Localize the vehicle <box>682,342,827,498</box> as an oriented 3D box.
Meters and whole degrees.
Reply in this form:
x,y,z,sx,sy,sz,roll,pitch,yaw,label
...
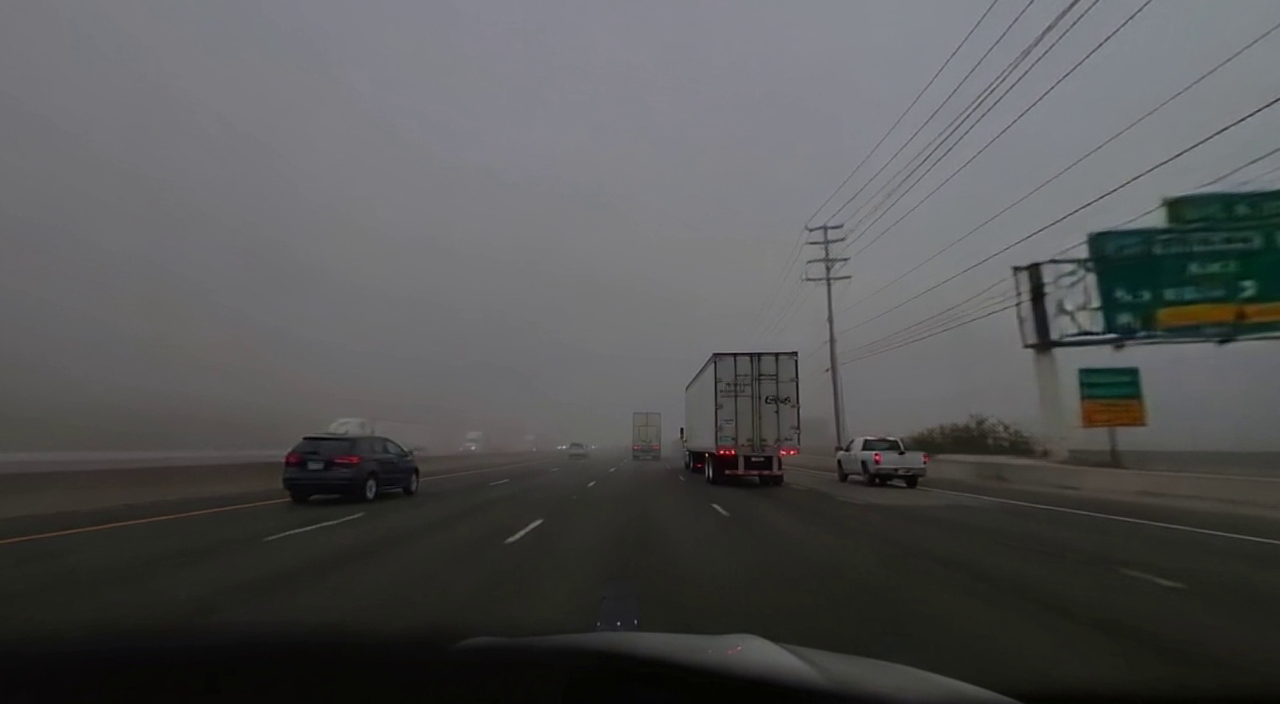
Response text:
x,y,z,sx,sy,sz,roll,pitch,yaw,label
3.591,3.048,25.241,2.892,4.152,16.575,0,-9,1,vehicle

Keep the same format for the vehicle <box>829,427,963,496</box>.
x,y,z,sx,sy,sz,roll,pitch,yaw,label
7.630,3.308,19.472,2.115,1.844,4.522,0,-9,-1,vehicle

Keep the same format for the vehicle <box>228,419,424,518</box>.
x,y,z,sx,sy,sz,roll,pitch,yaw,label
-6.773,2.577,14.410,2.004,1.846,4.739,0,-9,0,vehicle
